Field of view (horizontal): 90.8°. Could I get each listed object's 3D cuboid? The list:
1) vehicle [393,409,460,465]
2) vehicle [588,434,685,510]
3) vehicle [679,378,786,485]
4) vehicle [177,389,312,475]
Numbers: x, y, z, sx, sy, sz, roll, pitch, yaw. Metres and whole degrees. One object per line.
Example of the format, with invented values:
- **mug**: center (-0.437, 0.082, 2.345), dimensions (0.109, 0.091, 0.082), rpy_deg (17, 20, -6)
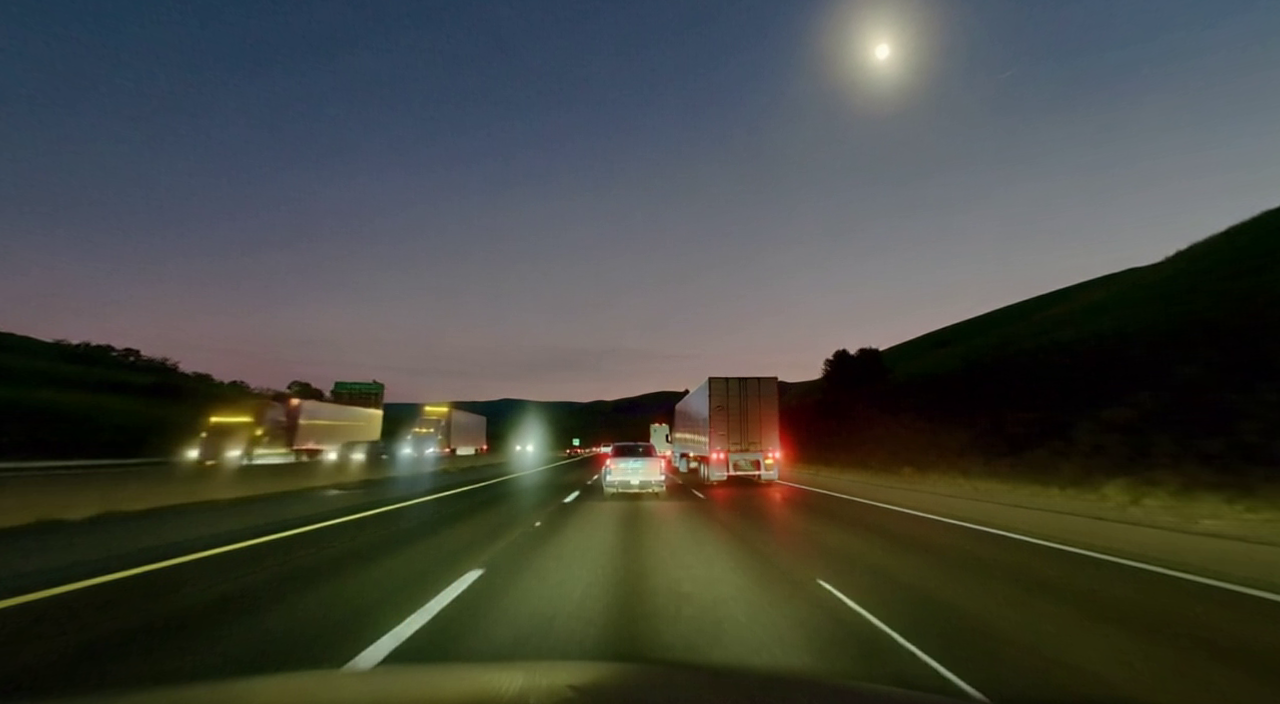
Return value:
- **vehicle**: center (-15.820, 6.419, 47.281), dimensions (2.985, 3.964, 5.868), rpy_deg (0, -9, -1)
- **vehicle**: center (-0.104, 2.928, 15.737), dimensions (2.109, 1.639, 3.768), rpy_deg (0, -9, -1)
- **vehicle**: center (3.933, 4.073, 30.983), dimensions (2.812, 4.024, 14.098), rpy_deg (0, -9, -1)
- **vehicle**: center (-19.879, 4.155, 32.258), dimensions (2.977, 3.953, 5.858), rpy_deg (0, -9, -1)
